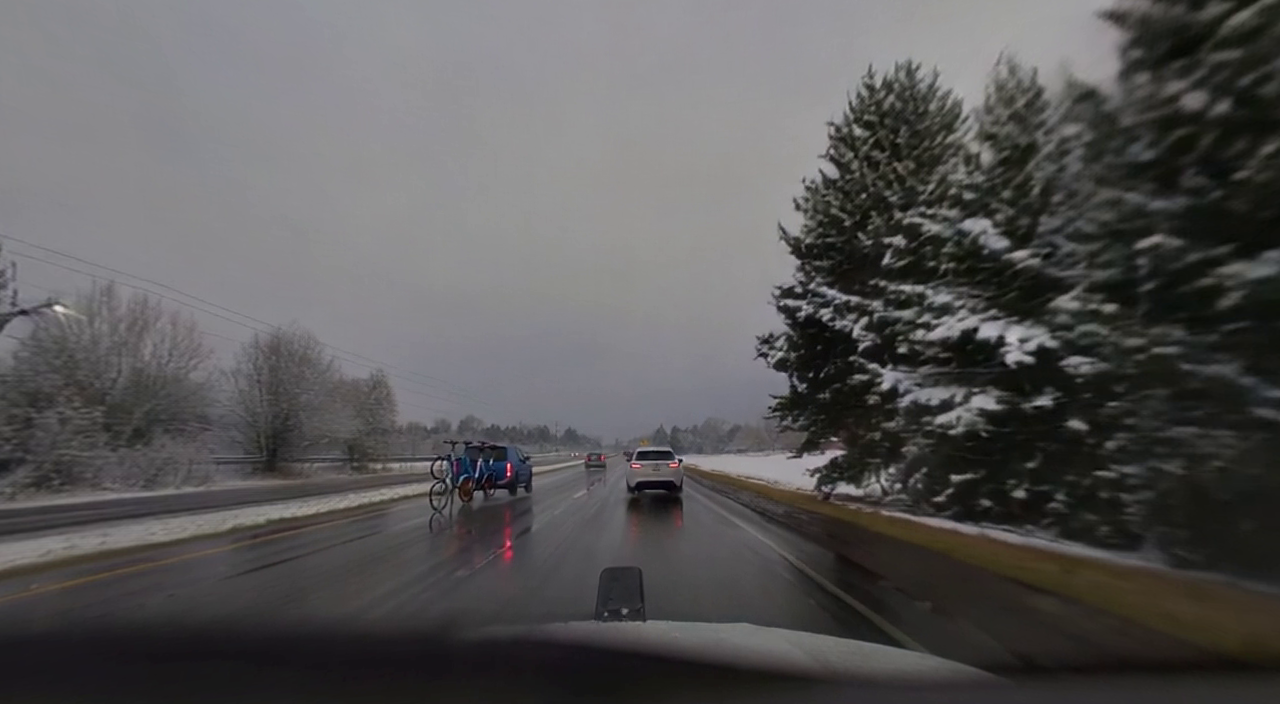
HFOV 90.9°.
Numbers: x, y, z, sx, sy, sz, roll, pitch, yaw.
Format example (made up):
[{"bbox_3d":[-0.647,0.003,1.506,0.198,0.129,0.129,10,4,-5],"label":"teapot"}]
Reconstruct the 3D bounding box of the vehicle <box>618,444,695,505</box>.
[{"bbox_3d":[0.407,3.606,18.951,2.063,1.582,3.955,0,-9,-1],"label":"vehicle"}]

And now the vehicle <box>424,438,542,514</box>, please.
[{"bbox_3d":[-3.861,3.124,16.300,1.962,1.681,4.033,0,-9,1],"label":"vehicle"}]
